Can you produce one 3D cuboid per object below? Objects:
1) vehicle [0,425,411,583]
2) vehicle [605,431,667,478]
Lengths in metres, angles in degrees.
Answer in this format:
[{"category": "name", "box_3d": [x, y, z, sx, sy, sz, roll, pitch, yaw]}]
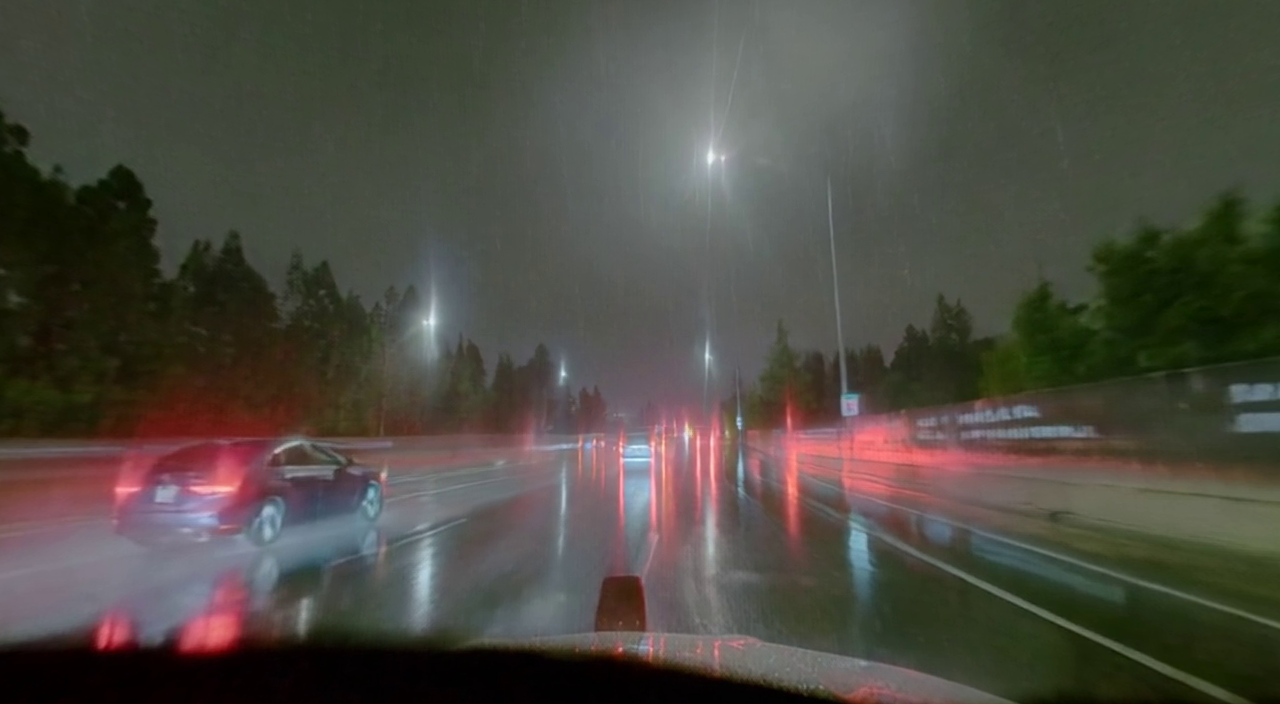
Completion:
[{"category": "vehicle", "box_3d": [-5.084, 1.789, 8.451, 1.981, 1.460, 4.792, 0, -8, 4]}, {"category": "vehicle", "box_3d": [-0.030, 4.025, 25.134, 2.082, 1.638, 4.644, 0, -8, 4]}]
